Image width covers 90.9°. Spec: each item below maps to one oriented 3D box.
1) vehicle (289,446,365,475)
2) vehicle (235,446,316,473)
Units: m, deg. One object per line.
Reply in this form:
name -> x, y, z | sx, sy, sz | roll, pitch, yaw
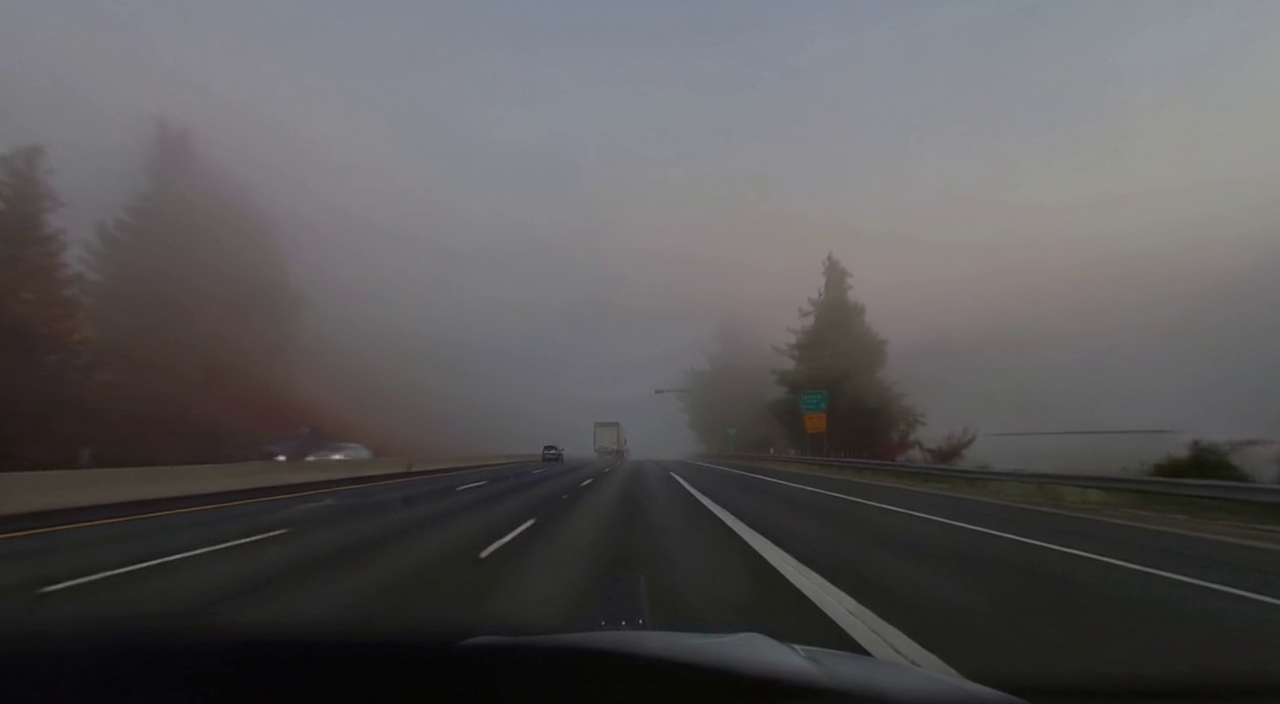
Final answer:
vehicle -> -17.580, 6.085, 35.686 | 1.920, 1.472, 4.734 | 0, -8, 0
vehicle -> -25.112, 7.392, 43.766 | 2.211, 1.716, 5.927 | 0, -8, -2
